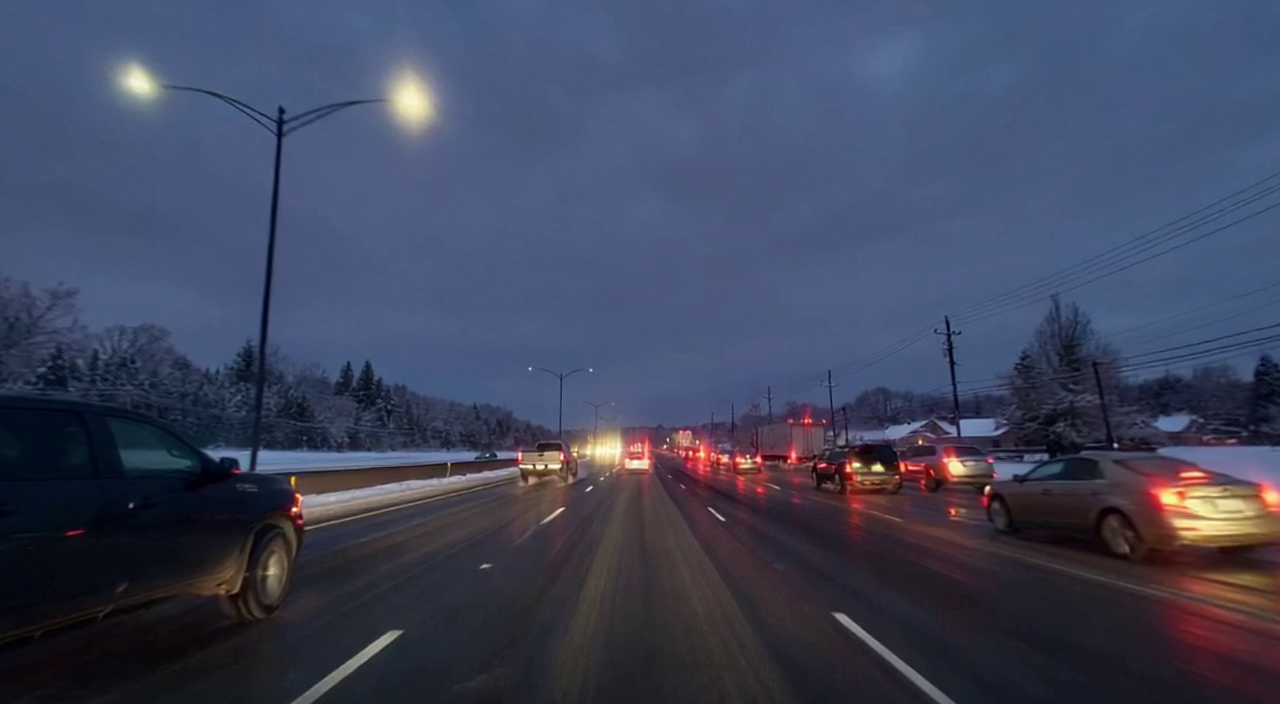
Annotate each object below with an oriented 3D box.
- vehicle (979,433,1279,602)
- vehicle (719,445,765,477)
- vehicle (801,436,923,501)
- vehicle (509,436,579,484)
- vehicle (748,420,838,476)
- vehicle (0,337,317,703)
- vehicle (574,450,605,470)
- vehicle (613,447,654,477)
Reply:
[{"bbox_3d":[6.555,1.830,7.965,1.976,1.485,4.632,0,-9,0],"label":"vehicle"},{"bbox_3d":[5.311,5.722,33.300,1.956,1.576,4.211,0,-9,3],"label":"vehicle"},{"bbox_3d":[6.374,3.374,18.668,2.058,1.667,4.209,0,-9,0],"label":"vehicle"},{"bbox_3d":[-3.946,4.548,26.814,2.147,1.825,4.602,0,-9,1],"label":"vehicle"},{"bbox_3d":[10.475,6.810,44.854,3.442,3.405,11.948,0,-9,0],"label":"vehicle"},{"bbox_3d":[-3.421,0.793,2.260,2.127,1.705,4.374,0,-9,1],"label":"vehicle"},{"bbox_3d":[-3.854,8.325,48.757,1.984,1.406,4.030,0,-9,1],"label":"vehicle"},{"bbox_3d":[-0.341,5.927,34.228,2.060,1.508,4.308,0,-9,0],"label":"vehicle"}]
